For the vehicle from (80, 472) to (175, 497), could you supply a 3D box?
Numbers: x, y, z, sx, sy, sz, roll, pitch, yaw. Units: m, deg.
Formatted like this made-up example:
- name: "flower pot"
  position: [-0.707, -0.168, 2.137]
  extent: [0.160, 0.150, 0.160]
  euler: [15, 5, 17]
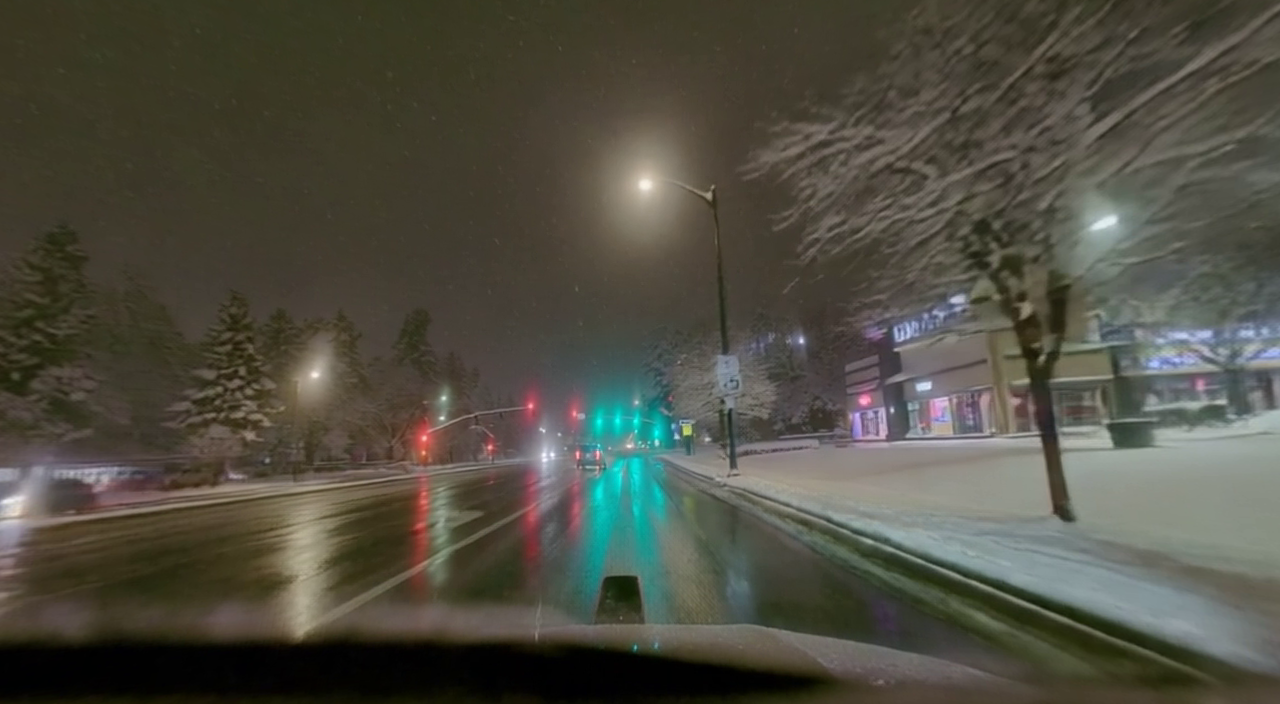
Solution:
- name: "vehicle"
  position: [-35.255, 9.137, 43.533]
  extent: [4.614, 1.534, 2.229]
  euler: [-1, -8, 3]
